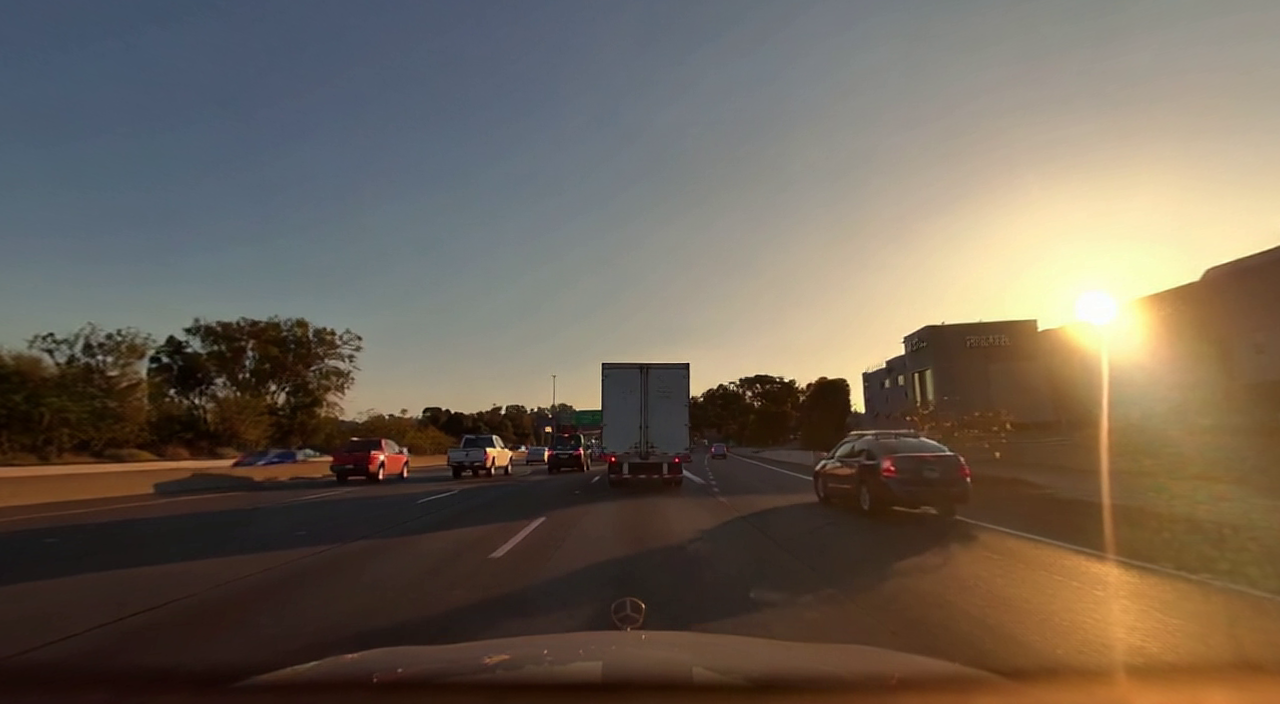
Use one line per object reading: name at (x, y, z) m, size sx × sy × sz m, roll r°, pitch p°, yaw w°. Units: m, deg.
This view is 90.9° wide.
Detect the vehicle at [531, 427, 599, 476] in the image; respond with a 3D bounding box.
vehicle at (-3.353, 4.684, 29.798) m, size 2.379 × 2.075 × 6.169 m, roll 0°, pitch -9°, yaw 1°

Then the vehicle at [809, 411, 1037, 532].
vehicle at (4.889, 2.151, 11.920) m, size 2.137 × 1.796 × 4.817 m, roll 0°, pitch -9°, yaw 1°

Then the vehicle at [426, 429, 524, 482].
vehicle at (-6.731, 4.341, 26.667) m, size 2.479 × 1.978 × 5.952 m, roll 0°, pitch -9°, yaw 1°

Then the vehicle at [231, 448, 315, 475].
vehicle at (-20.966, 6.273, 36.250) m, size 2.078 × 1.429 × 4.607 m, roll 0°, pitch -9°, yaw 0°

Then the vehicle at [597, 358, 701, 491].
vehicle at (0.147, 2.792, 23.031) m, size 2.941 × 3.794 × 9.851 m, roll 0°, pitch -9°, yaw -1°

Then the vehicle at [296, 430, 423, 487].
vehicle at (-10.319, 3.981, 23.876) m, size 2.089 × 1.885 × 5.888 m, roll 0°, pitch -9°, yaw 0°
